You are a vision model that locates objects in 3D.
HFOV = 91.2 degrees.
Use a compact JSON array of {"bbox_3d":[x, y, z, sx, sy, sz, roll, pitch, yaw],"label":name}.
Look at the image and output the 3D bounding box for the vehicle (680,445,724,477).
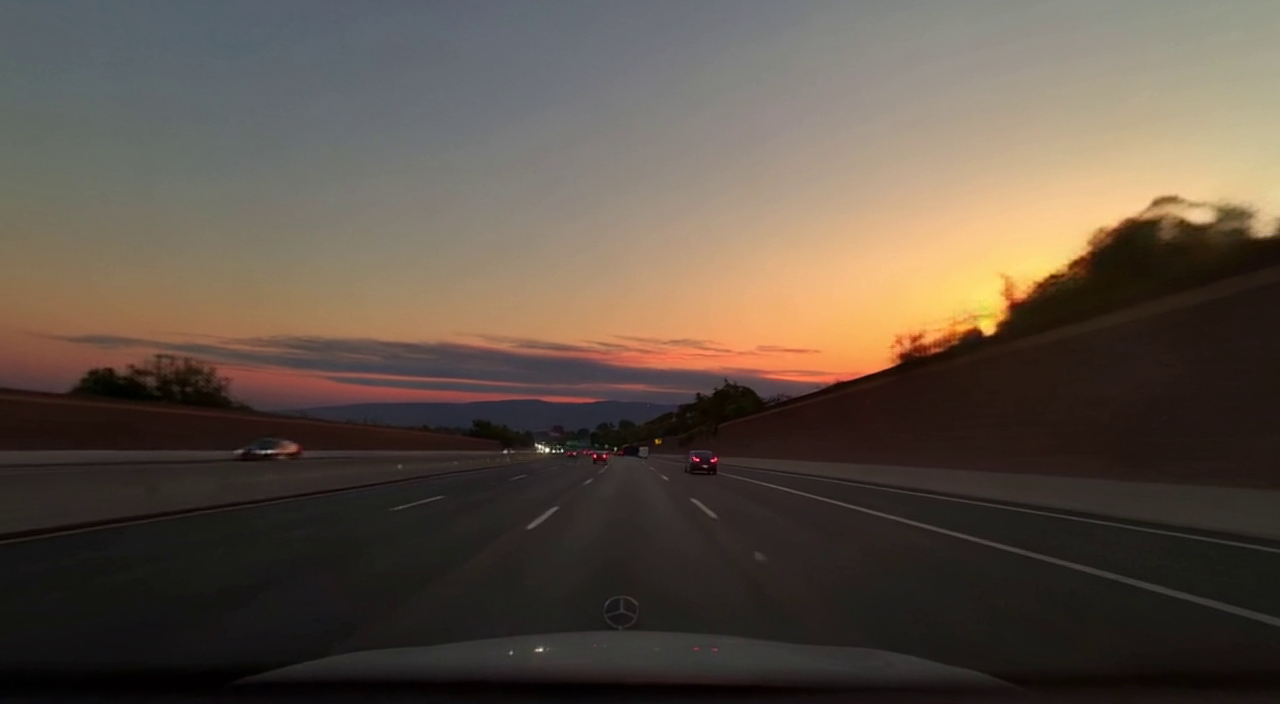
[{"bbox_3d":[3.245,5.760,33.395,1.895,1.555,4.030,0,-9,0],"label":"vehicle"}]
